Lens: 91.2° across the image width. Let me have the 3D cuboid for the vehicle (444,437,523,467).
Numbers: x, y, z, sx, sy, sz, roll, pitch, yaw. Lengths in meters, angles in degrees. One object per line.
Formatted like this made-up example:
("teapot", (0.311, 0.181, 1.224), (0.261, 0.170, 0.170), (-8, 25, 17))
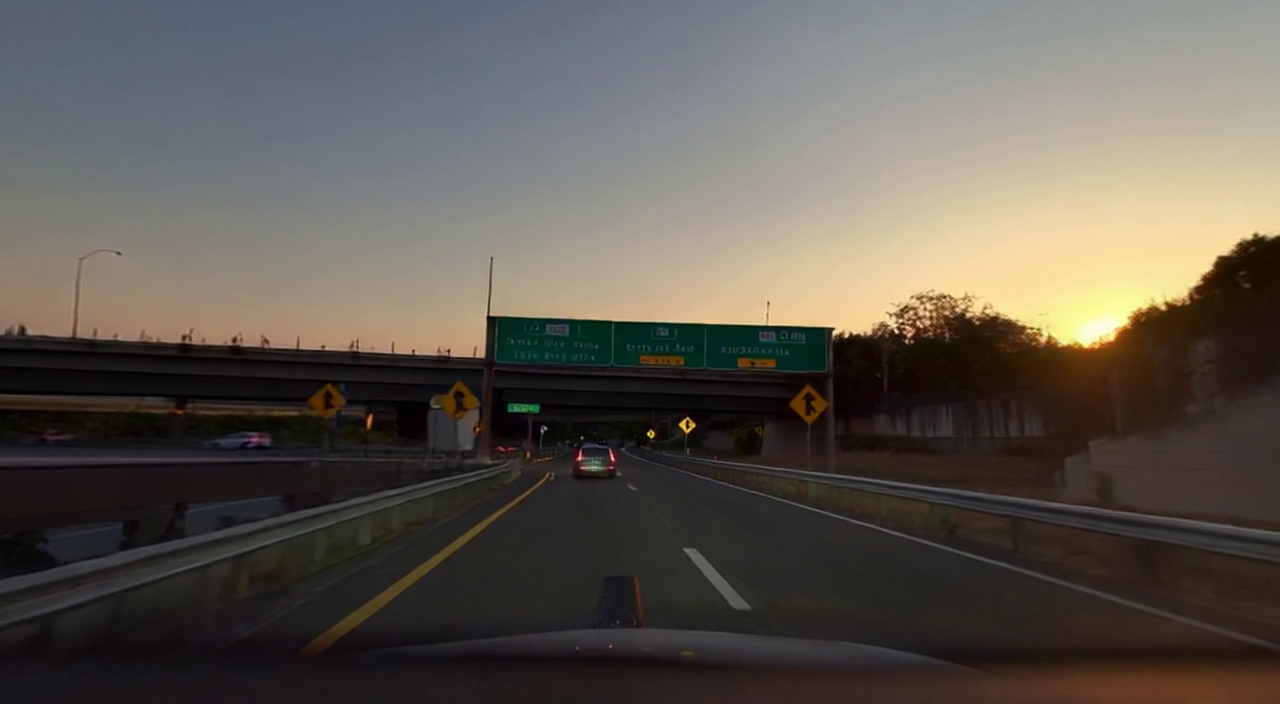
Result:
("vehicle", (-8.535, 5.422, 34.002), (4.278, 1.505, 2.018), (-8, -11, 40))

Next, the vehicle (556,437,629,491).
("vehicle", (-1.455, 3.395, 19.306), (2.006, 1.486, 3.950), (1, -9, -4))

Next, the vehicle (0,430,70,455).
("vehicle", (-38.533, 5.633, 39.025), (4.005, 1.472, 1.807), (1, -9, -8))

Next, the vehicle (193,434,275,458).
("vehicle", (-25.959, 6.010, 40.144), (3.904, 1.482, 1.834), (0, -9, -1))
